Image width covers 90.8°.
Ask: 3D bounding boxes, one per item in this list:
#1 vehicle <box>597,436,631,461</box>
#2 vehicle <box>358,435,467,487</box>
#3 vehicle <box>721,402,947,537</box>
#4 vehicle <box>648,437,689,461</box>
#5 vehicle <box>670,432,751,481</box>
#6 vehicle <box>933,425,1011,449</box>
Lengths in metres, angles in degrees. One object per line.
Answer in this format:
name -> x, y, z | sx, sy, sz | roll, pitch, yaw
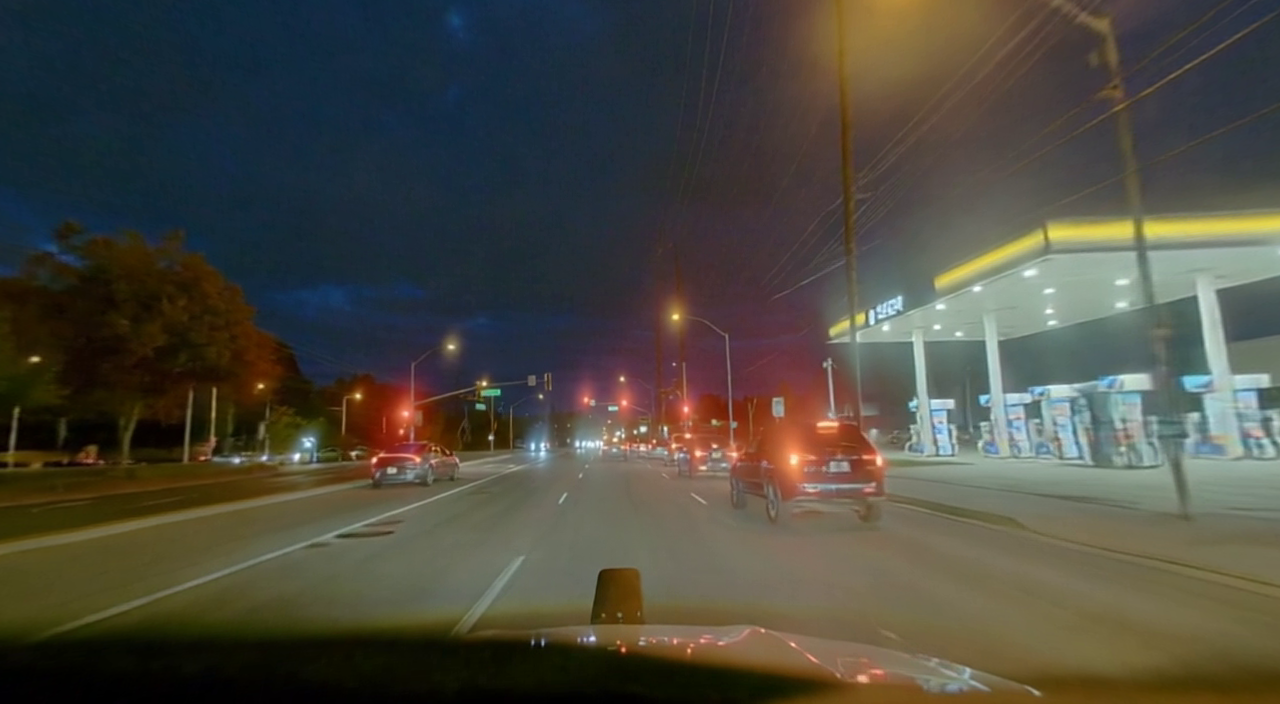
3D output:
vehicle -> -1.662, 6.123, 40.100 | 2.065, 1.484, 3.894 | 0, -8, -3
vehicle -> -7.070, 3.421, 20.184 | 2.075, 1.470, 4.190 | 0, -8, -3
vehicle -> 2.990, 1.966, 11.196 | 2.124, 1.824, 4.973 | 0, -8, -4
vehicle -> 1.762, 6.211, 40.458 | 2.208, 1.436, 4.542 | 0, -8, -3
vehicle -> 2.292, 3.548, 21.663 | 1.945, 1.470, 4.363 | 0, -8, -4
vehicle -> 22.521, 5.830, 43.095 | 1.934, 1.570, 5.073 | 1, -9, -10
